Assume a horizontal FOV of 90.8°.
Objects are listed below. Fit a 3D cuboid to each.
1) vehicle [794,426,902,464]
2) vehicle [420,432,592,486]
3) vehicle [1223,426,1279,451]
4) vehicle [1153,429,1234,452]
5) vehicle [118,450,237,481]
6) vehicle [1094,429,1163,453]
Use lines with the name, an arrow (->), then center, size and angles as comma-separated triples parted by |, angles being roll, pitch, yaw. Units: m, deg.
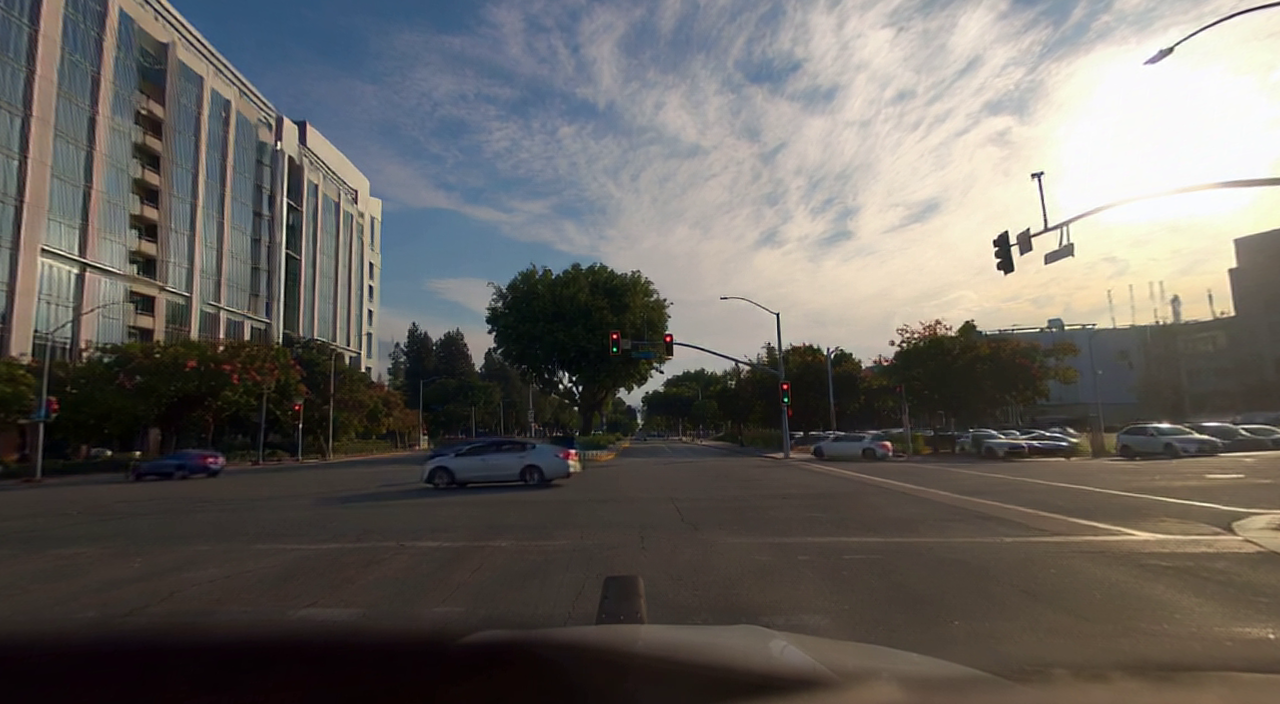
vehicle -> 9.992, 4.488, 30.421 | 4.571, 1.698, 1.977 | -5, -10, 28
vehicle -> -4.072, 3.236, 19.426 | 4.916, 1.504, 1.846 | 2, -9, -15
vehicle -> 42.238, 5.737, 41.947 | 2.037, 1.614, 5.175 | 0, -8, 0
vehicle -> 36.550, 5.876, 41.856 | 1.726, 1.429, 4.163 | -1, -8, 2
vehicle -> -21.029, 5.178, 28.851 | 4.046, 1.306, 1.719 | 0, -8, 0
vehicle -> 33.227, 6.095, 43.114 | 2.090, 1.494, 4.321 | -3, -9, 14
